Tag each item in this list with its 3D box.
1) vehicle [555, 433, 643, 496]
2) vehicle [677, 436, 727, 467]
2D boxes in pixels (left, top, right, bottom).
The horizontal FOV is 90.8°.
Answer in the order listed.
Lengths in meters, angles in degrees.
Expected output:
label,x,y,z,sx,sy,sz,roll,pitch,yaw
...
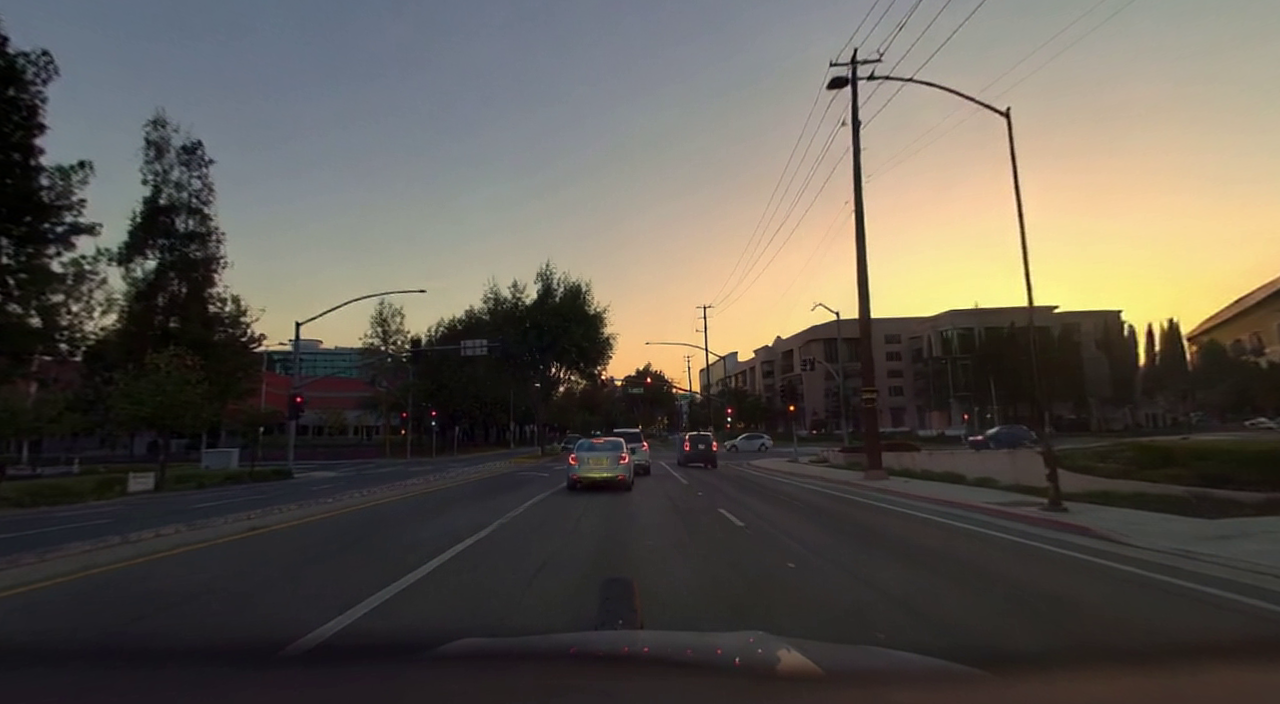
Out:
label,x,y,z,sx,sy,sz,roll,pitch,yaw
vehicle,-0.980,2.951,16.961,2.075,1.470,3.962,0,-8,-1
vehicle,3.162,5.172,33.061,1.945,1.470,4.363,0,-8,-3
